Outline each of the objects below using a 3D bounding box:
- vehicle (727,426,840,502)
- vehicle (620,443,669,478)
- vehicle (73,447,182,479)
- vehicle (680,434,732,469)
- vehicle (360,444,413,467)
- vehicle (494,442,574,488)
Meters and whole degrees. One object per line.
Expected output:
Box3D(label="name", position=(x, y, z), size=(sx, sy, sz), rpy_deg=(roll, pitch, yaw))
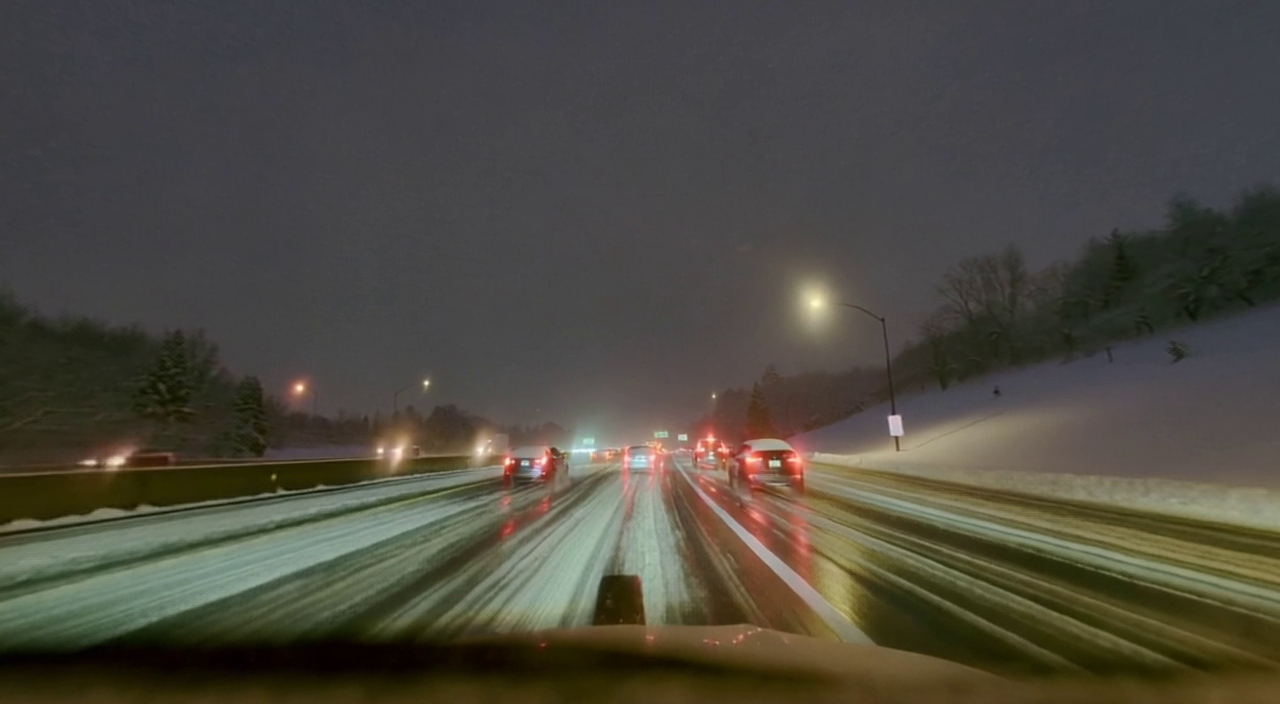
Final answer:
Box3D(label="vehicle", position=(3.648, 2.945, 16.898), size=(2.045, 1.768, 4.249), rpy_deg=(0, -9, 0))
Box3D(label="vehicle", position=(0.226, 4.967, 28.980), size=(2.071, 1.478, 4.130), rpy_deg=(0, -9, 1))
Box3D(label="vehicle", position=(-26.324, 5.680, 32.562), size=(1.882, 1.507, 4.506), rpy_deg=(0, -9, -1))
Box3D(label="vehicle", position=(4.226, 6.576, 41.775), size=(2.802, 2.151, 6.579), rpy_deg=(0, -9, 1))
Box3D(label="vehicle", position=(-19.285, 7.892, 48.081), size=(2.033, 1.684, 4.440), rpy_deg=(0, -9, 2))
Box3D(label="vehicle", position=(-3.675, 4.018, 22.740), size=(1.996, 1.488, 4.451), rpy_deg=(0, -9, 2))
